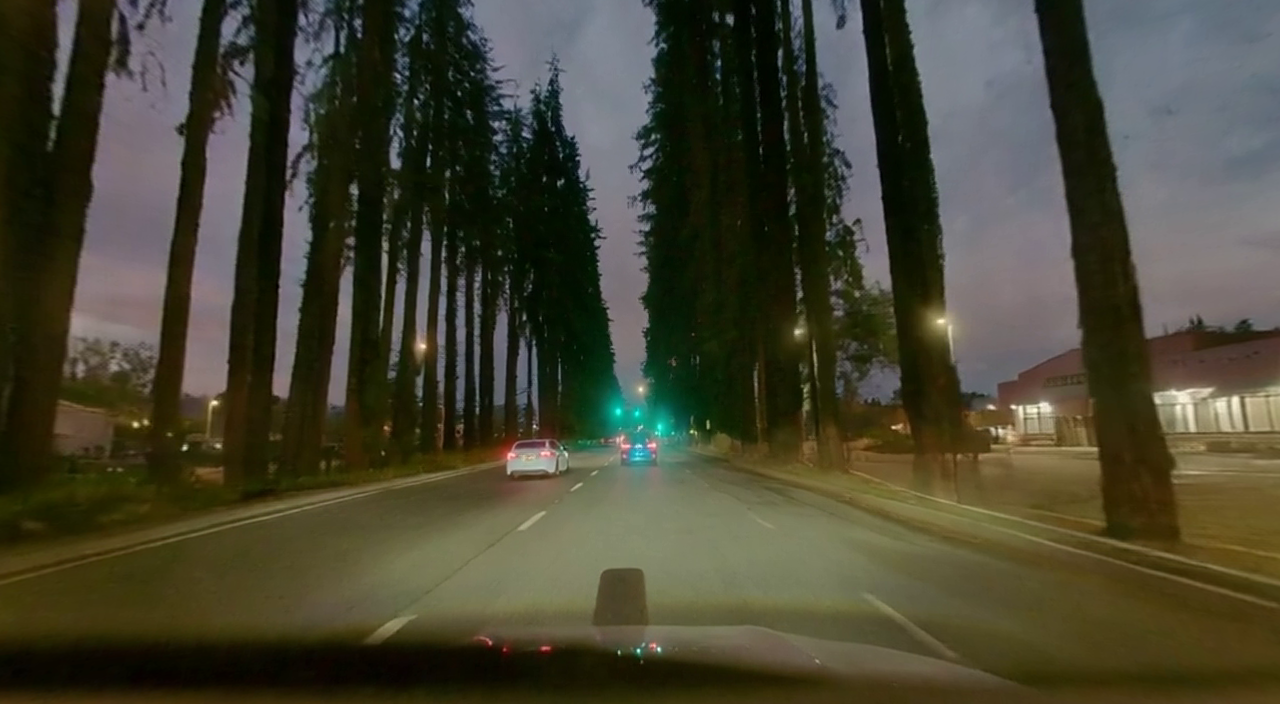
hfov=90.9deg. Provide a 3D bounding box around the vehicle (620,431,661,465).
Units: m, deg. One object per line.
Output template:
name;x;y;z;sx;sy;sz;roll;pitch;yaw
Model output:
vehicle;0.021;5.411;35.690;2.213;1.778;4.107;0;-8;0

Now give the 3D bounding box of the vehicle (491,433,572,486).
vehicle;-3.626;3.669;21.839;1.914;1.630;4.351;0;-8;1
